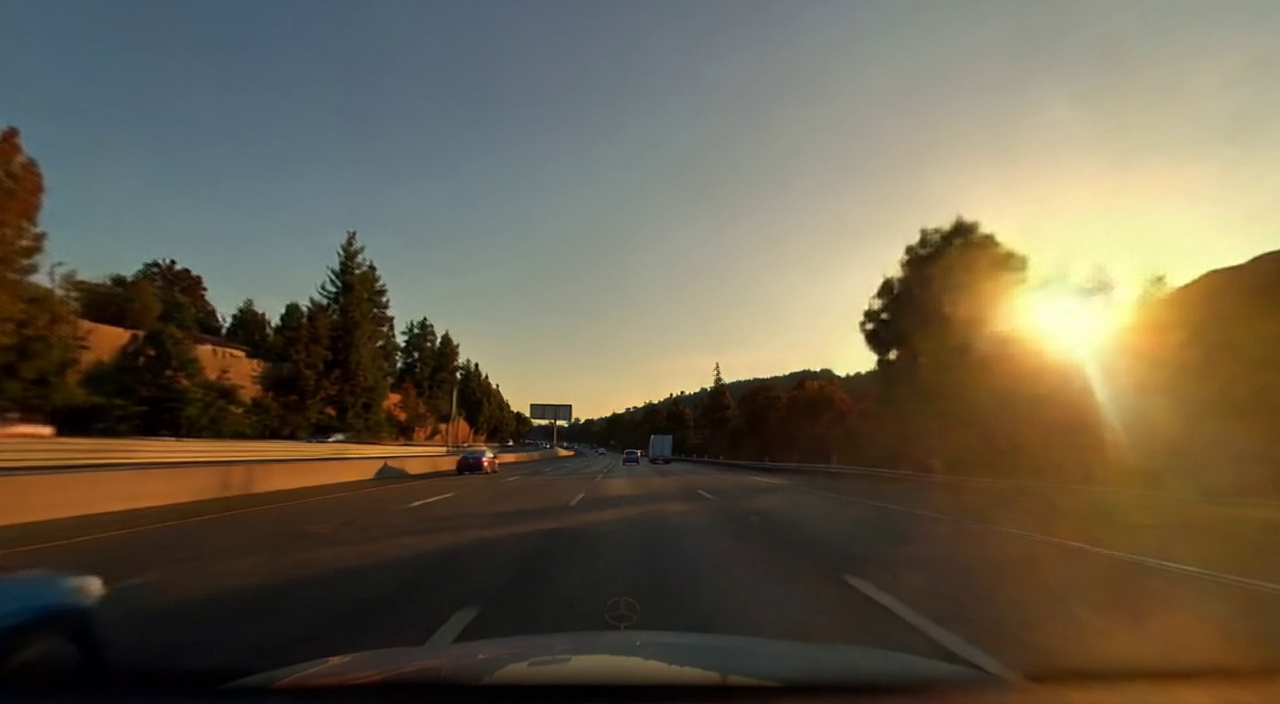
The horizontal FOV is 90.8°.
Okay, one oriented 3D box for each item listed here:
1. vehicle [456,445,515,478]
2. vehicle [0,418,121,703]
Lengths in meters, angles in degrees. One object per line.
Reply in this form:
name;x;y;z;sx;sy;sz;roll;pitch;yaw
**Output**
vehicle;-7.458;5.307;30.804;1.915;1.479;3.843;0;-9;0
vehicle;-4.198;0.852;1.582;2.090;1.487;4.276;0;-9;1
